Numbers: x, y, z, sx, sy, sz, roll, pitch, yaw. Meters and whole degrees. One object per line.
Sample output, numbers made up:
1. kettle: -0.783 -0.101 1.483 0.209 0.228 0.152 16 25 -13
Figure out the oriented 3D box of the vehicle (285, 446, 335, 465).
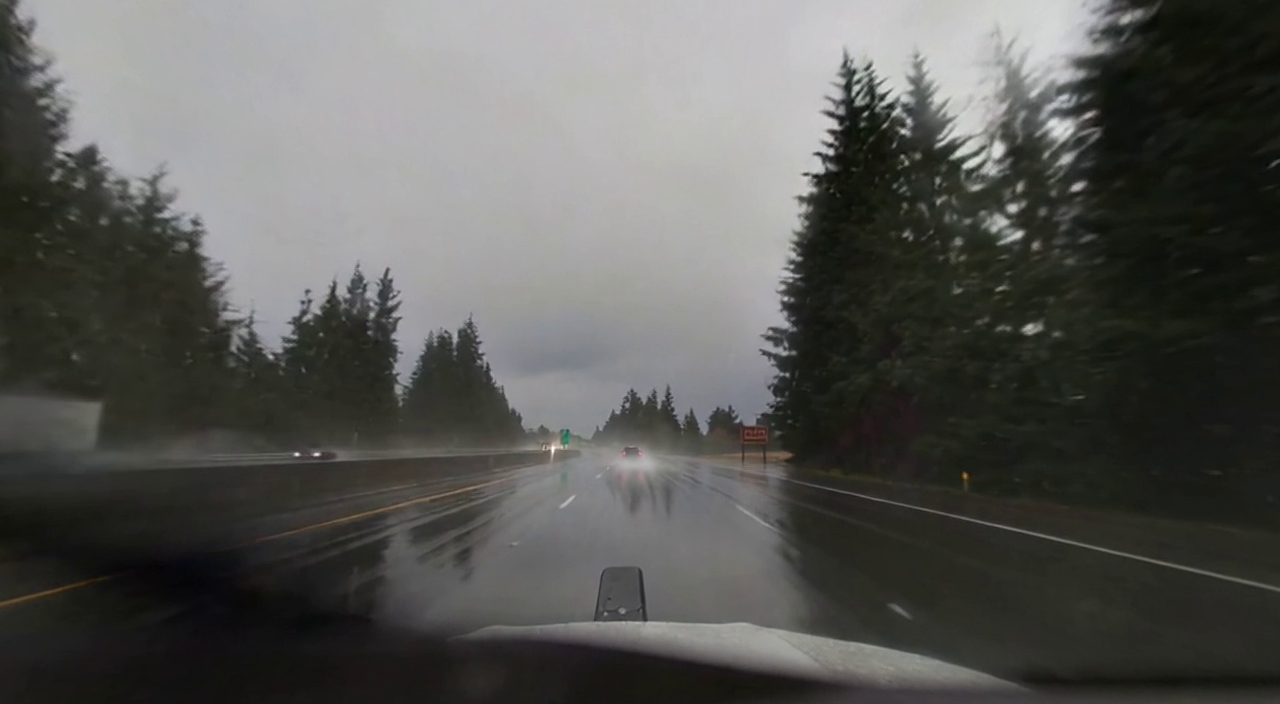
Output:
1. vehicle: -25.564 8.023 49.005 1.985 1.458 4.373 1 -9 -8
